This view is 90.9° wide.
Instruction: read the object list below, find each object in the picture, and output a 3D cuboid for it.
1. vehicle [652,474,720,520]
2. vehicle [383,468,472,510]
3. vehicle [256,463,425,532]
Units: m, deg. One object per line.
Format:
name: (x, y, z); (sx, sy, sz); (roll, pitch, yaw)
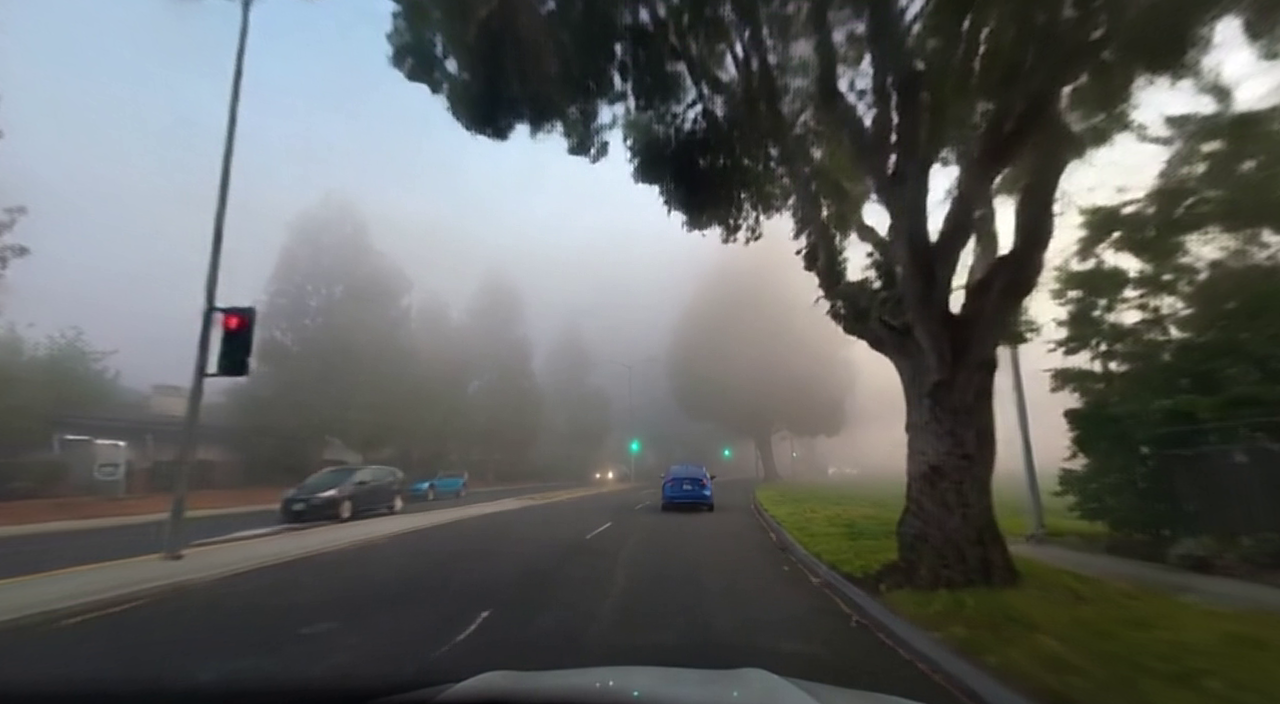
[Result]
vehicle: (1.662, 4.695, 20.880); (1.972, 1.250, 5.282); (-1, -11, 7)
vehicle: (-9.173, 5.952, 27.649); (1.856, 1.569, 4.572); (-6, -11, 7)
vehicle: (-7.556, 3.732, 16.518); (1.870, 1.518, 4.390); (-2, -11, 7)
